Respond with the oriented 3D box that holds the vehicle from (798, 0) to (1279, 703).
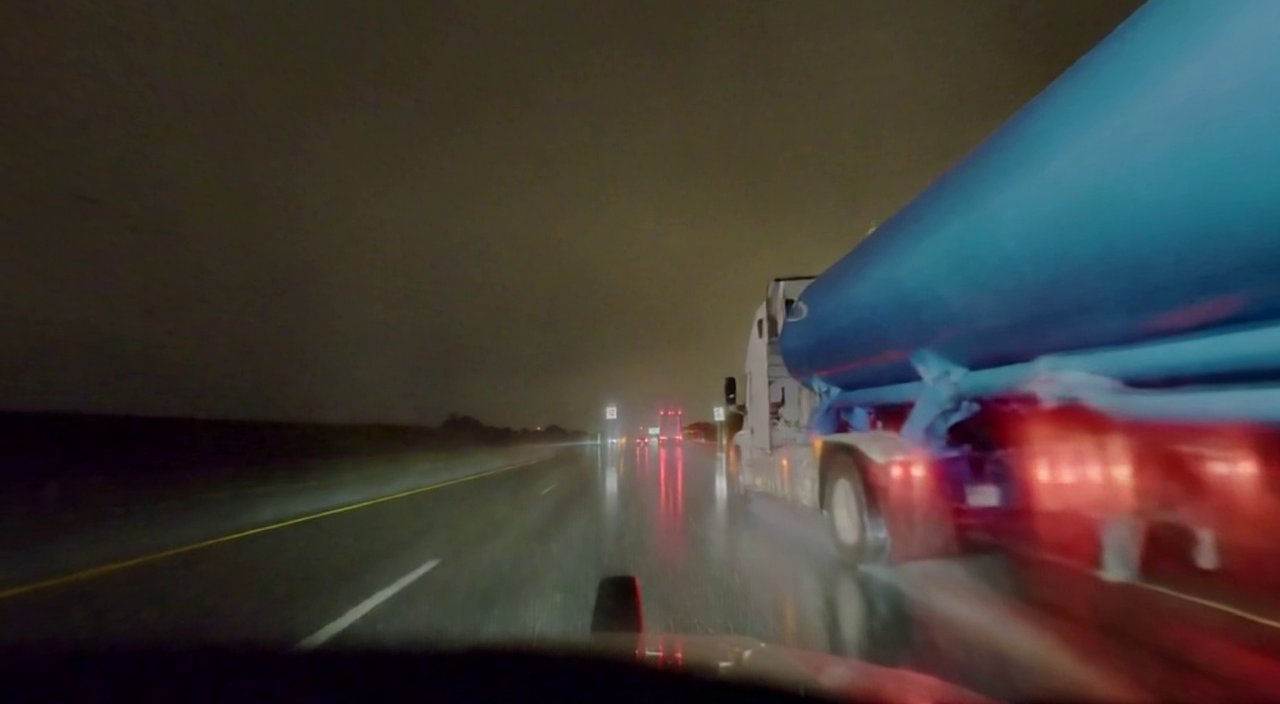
[{"bbox_3d":[3.234,-0.408,0.812,2.946,3.745,11.516,0,-8,-1],"label":"vehicle"}]
